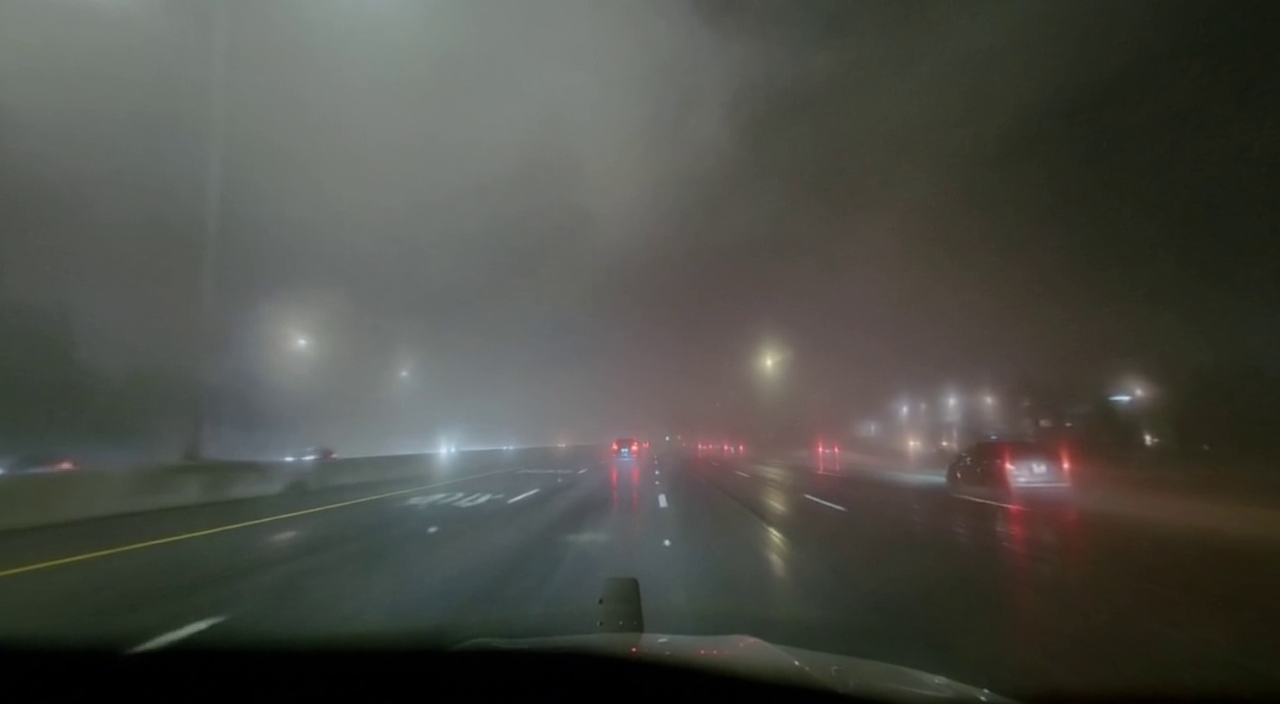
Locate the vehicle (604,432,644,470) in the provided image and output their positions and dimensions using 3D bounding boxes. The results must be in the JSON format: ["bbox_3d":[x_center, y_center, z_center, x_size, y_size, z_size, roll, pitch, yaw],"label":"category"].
[{"bbox_3d":[-0.787,5.241,33.545,1.893,1.827,4.513,0,-8,1],"label":"vehicle"}]

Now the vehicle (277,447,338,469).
[{"bbox_3d":[-24.749,7.868,47.138,2.015,1.562,4.554,0,-8,1],"label":"vehicle"}]

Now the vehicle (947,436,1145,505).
[{"bbox_3d":[9.642,2.824,15.546,1.900,1.432,4.519,0,-8,1],"label":"vehicle"}]
